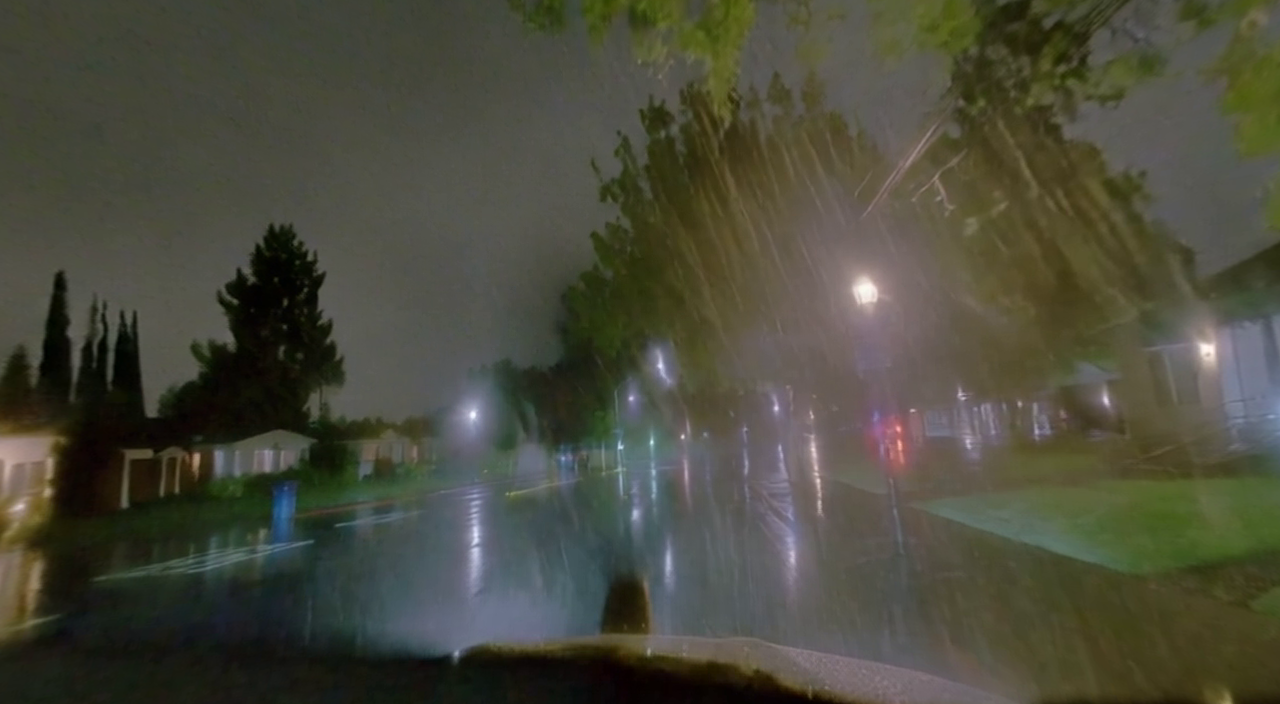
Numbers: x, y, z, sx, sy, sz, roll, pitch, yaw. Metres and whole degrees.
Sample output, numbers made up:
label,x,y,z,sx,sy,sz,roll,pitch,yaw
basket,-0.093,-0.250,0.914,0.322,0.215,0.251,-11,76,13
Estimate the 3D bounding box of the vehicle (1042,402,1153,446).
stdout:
label,x,y,z,sx,sy,sz,roll,pitch,yaw
vehicle,18.501,3.009,25.762,1.806,1.481,4.671,-6,-9,12
